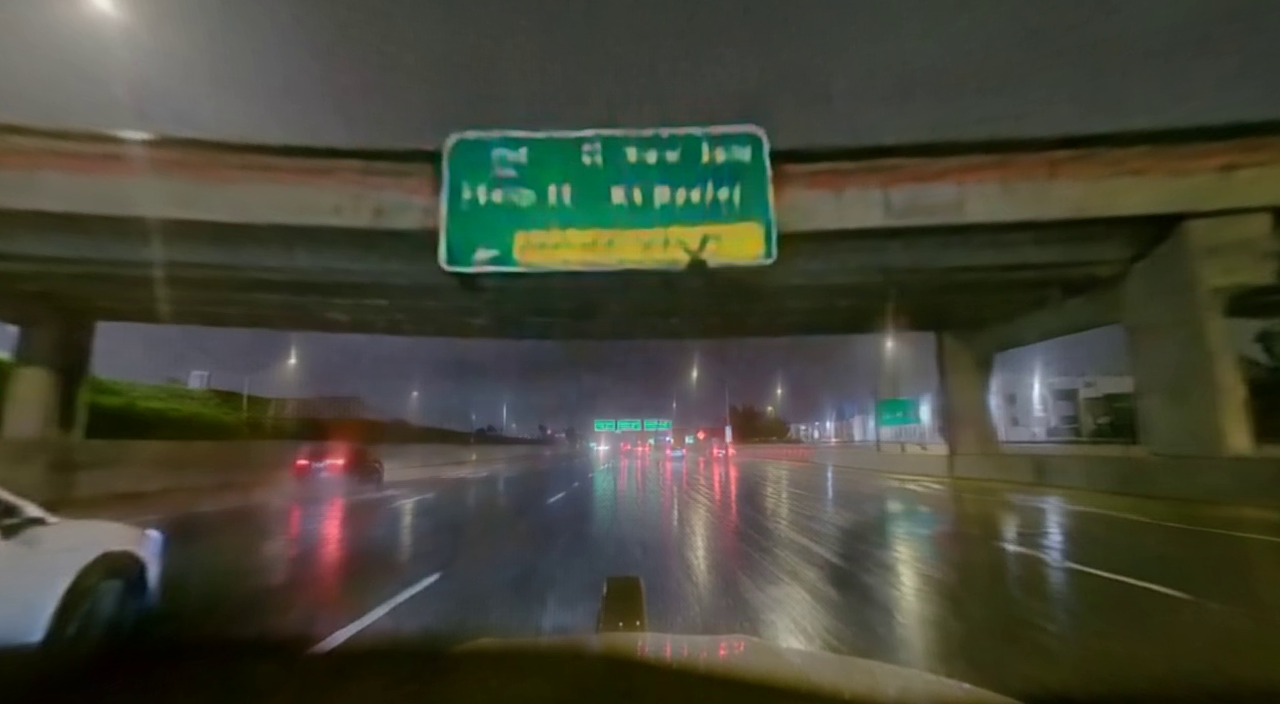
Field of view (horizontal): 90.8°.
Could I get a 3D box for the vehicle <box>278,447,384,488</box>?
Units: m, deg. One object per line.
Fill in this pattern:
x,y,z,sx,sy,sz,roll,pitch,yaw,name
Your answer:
-11.419,4.253,23.720,1.861,1.373,4.211,0,-8,0,vehicle

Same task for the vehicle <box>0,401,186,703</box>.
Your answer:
-4.033,0.835,1.864,2.051,1.516,4.493,0,-8,0,vehicle
